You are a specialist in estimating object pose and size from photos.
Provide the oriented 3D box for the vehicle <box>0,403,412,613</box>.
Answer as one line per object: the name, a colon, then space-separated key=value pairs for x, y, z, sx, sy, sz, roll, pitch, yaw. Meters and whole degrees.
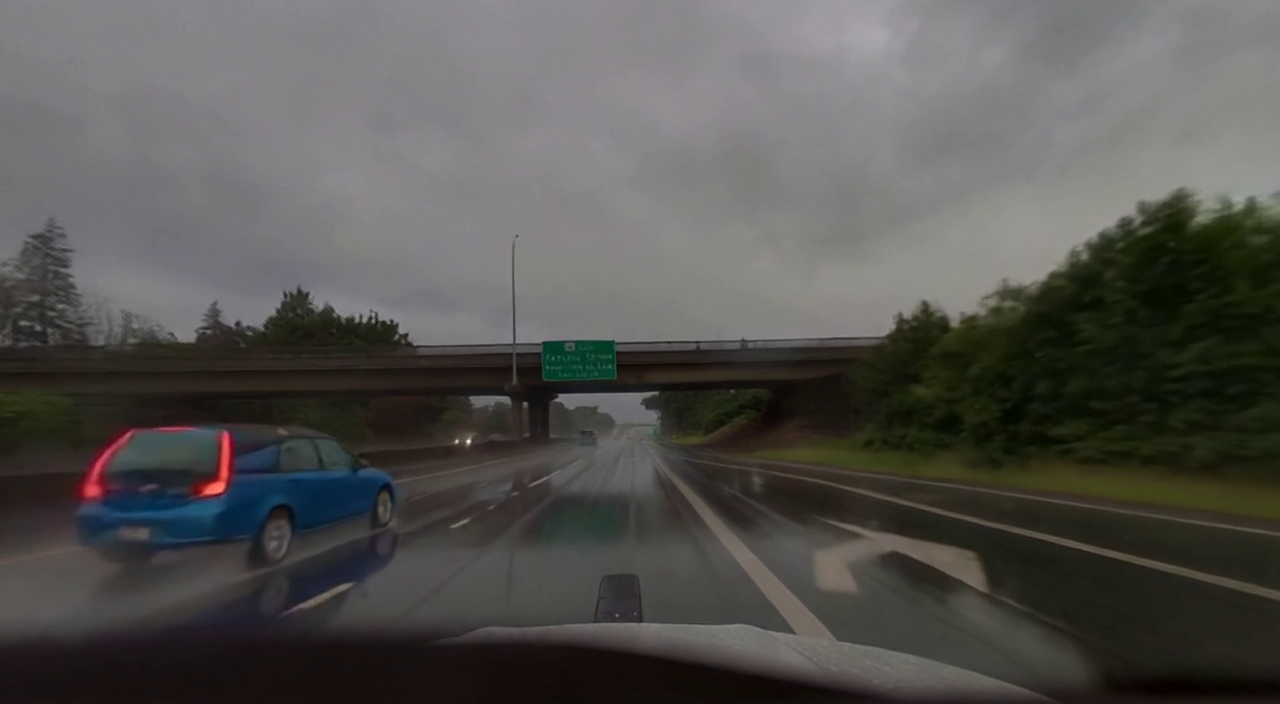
vehicle: x=-4.534 y=1.526 z=7.299 sx=2.086 sy=1.624 sz=4.607 roll=0 pitch=-8 yaw=0
